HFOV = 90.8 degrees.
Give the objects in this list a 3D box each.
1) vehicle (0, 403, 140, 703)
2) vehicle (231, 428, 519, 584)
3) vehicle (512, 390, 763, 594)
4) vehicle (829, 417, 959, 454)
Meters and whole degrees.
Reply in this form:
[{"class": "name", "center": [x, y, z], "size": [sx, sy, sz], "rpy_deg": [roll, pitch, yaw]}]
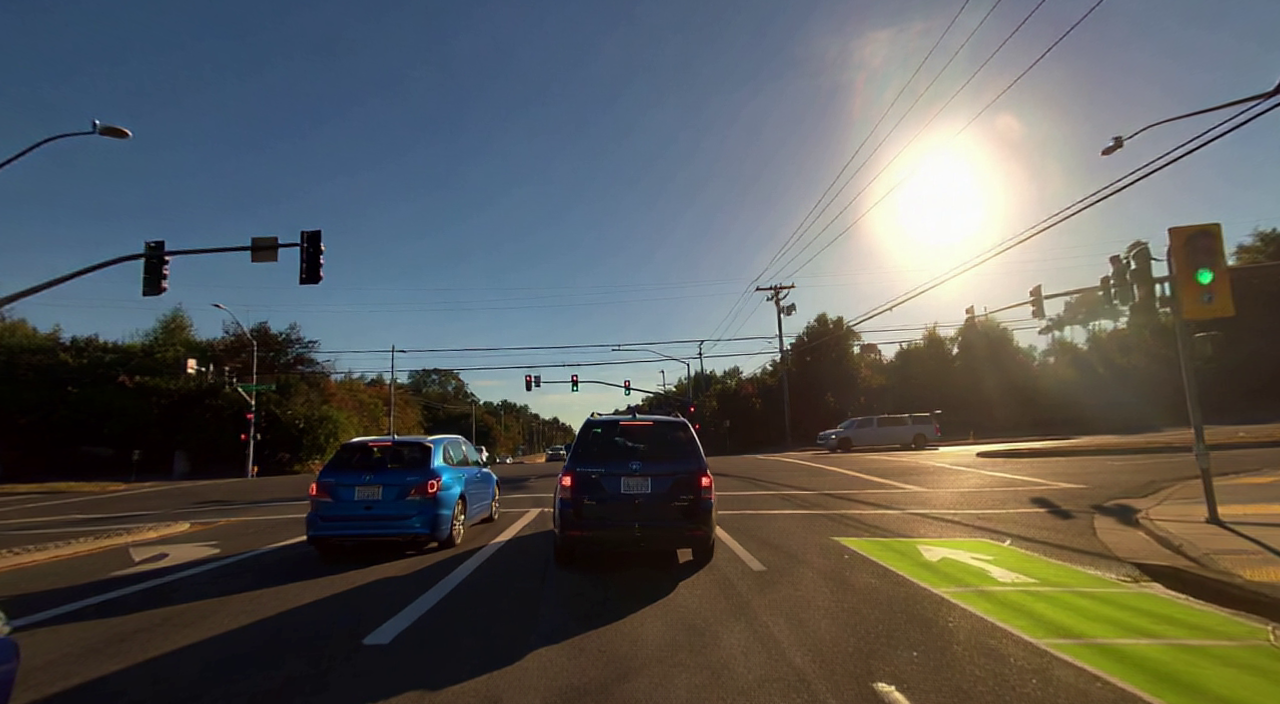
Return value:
[{"class": "vehicle", "center": [-3.350, 0.662, 0.449], "size": [1.928, 1.488, 4.936], "rpy_deg": [0, -8, 0]}, {"class": "vehicle", "center": [-2.925, 1.767, 8.009], "size": [1.969, 1.486, 3.702], "rpy_deg": [0, -8, 1]}, {"class": "vehicle", "center": [-0.053, 1.520, 7.616], "size": [2.182, 1.773, 4.041], "rpy_deg": [0, -8, -1]}, {"class": "vehicle", "center": [13.861, 4.606, 34.812], "size": [6.143, 1.944, 2.229], "rpy_deg": [-1, -8, 5]}]
